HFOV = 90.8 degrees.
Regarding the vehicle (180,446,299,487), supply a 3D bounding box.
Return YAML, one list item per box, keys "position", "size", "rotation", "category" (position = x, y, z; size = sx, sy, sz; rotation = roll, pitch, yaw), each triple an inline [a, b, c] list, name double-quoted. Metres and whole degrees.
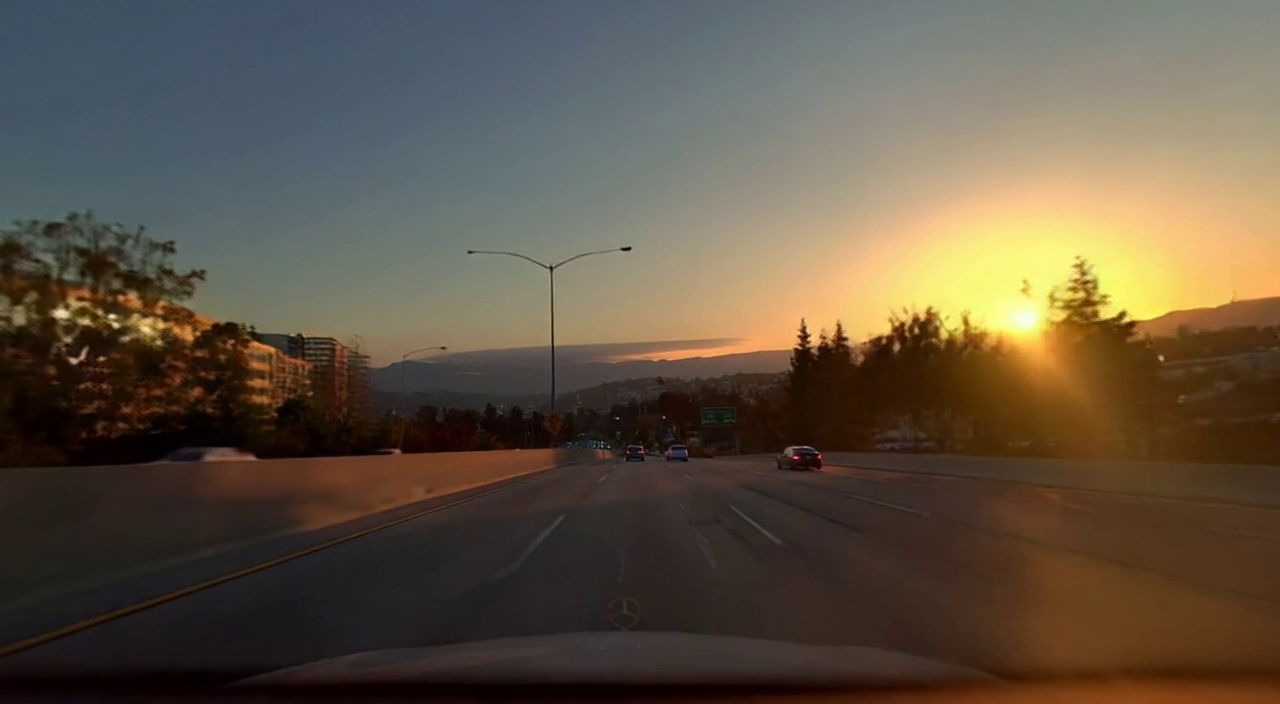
- position: [-14.091, 4.021, 22.547]
  size: [1.627, 1.232, 4.064]
  rotation: [0, -8, -1]
  category: "vehicle"
